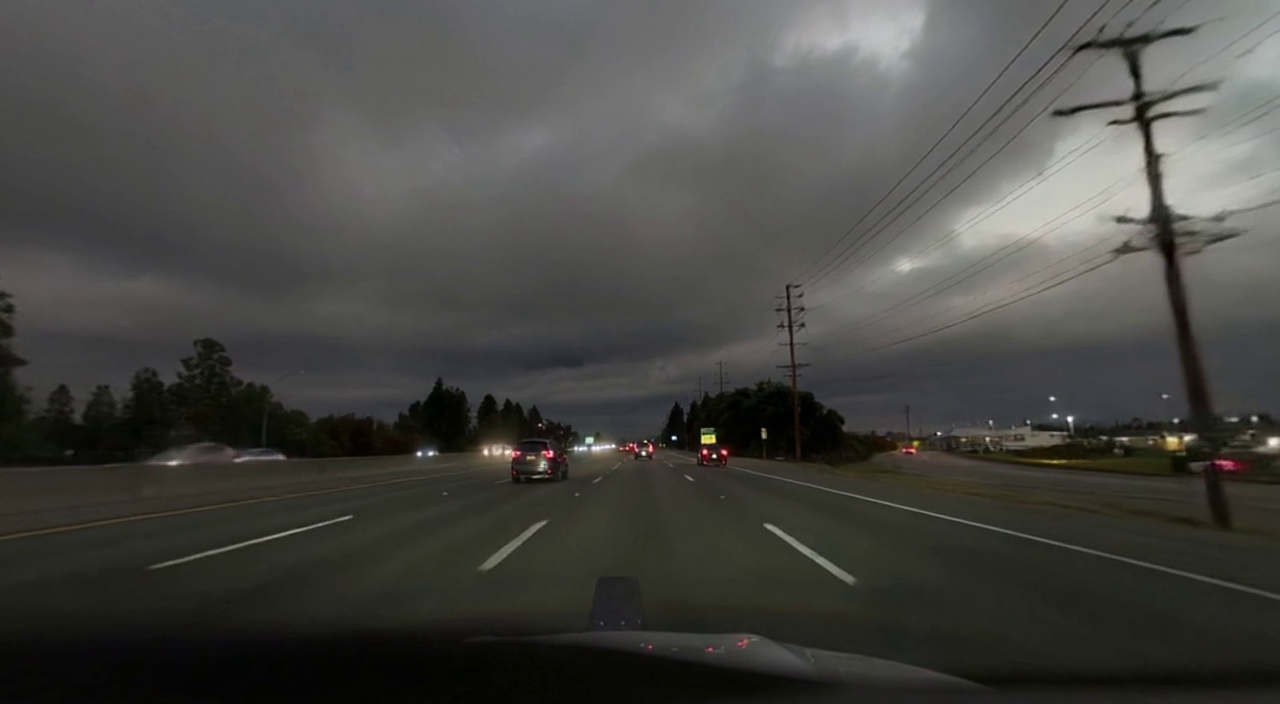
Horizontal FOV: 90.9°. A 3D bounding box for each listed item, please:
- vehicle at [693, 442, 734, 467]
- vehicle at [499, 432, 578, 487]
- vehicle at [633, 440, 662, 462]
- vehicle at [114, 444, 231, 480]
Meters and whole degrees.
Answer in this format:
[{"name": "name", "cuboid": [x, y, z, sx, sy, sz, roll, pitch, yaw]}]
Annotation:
[{"name": "vehicle", "cuboid": [4.461, 6.285, 38.875, 1.964, 1.479, 4.252, 0, -8, 0]}, {"name": "vehicle", "cuboid": [-3.399, 3.685, 21.941, 1.961, 1.704, 4.052, 0, -8, 1]}, {"name": "vehicle", "cuboid": [0.575, 7.738, 49.357, 2.156, 1.647, 3.987, 0, -8, 0]}, {"name": "vehicle", "cuboid": [-21.865, 5.125, 29.763, 1.990, 1.548, 4.522, 0, -8, 0]}]
